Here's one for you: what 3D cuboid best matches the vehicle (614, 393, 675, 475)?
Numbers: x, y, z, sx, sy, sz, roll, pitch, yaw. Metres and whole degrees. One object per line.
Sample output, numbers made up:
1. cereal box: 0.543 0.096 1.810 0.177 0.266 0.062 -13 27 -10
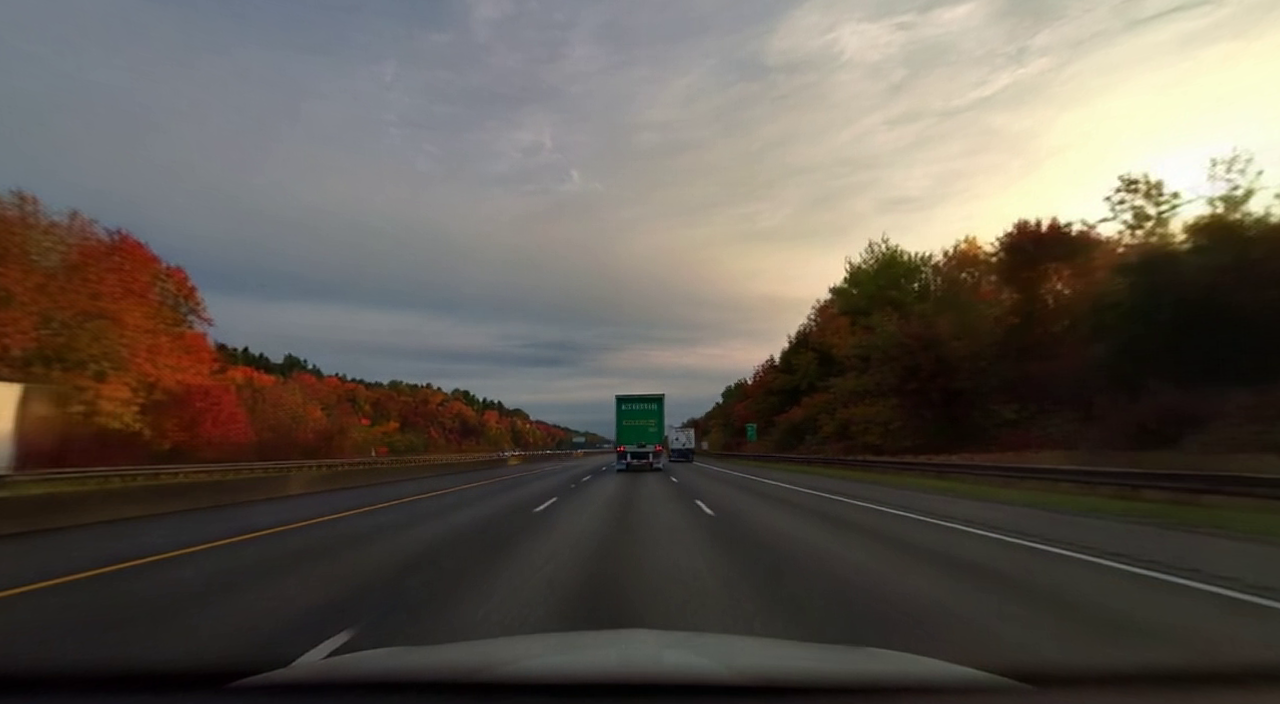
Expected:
1. vehicle: 0.203 4.957 37.006 3.057 4.073 10.792 0 -9 0
